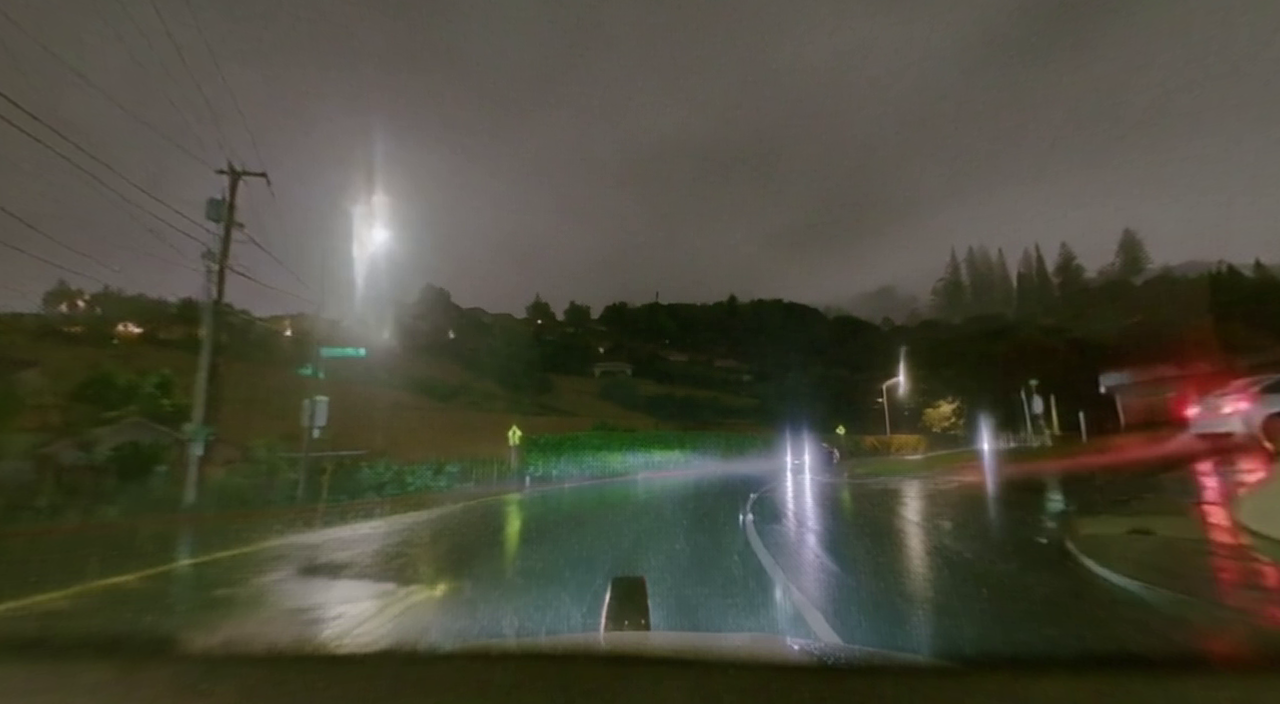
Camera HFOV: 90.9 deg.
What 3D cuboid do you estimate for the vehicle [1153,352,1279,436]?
[{"bbox_3d":[15.017,0.989,14.207,4.810,1.732,2.176,-1,-8,6],"label":"vehicle"}]
